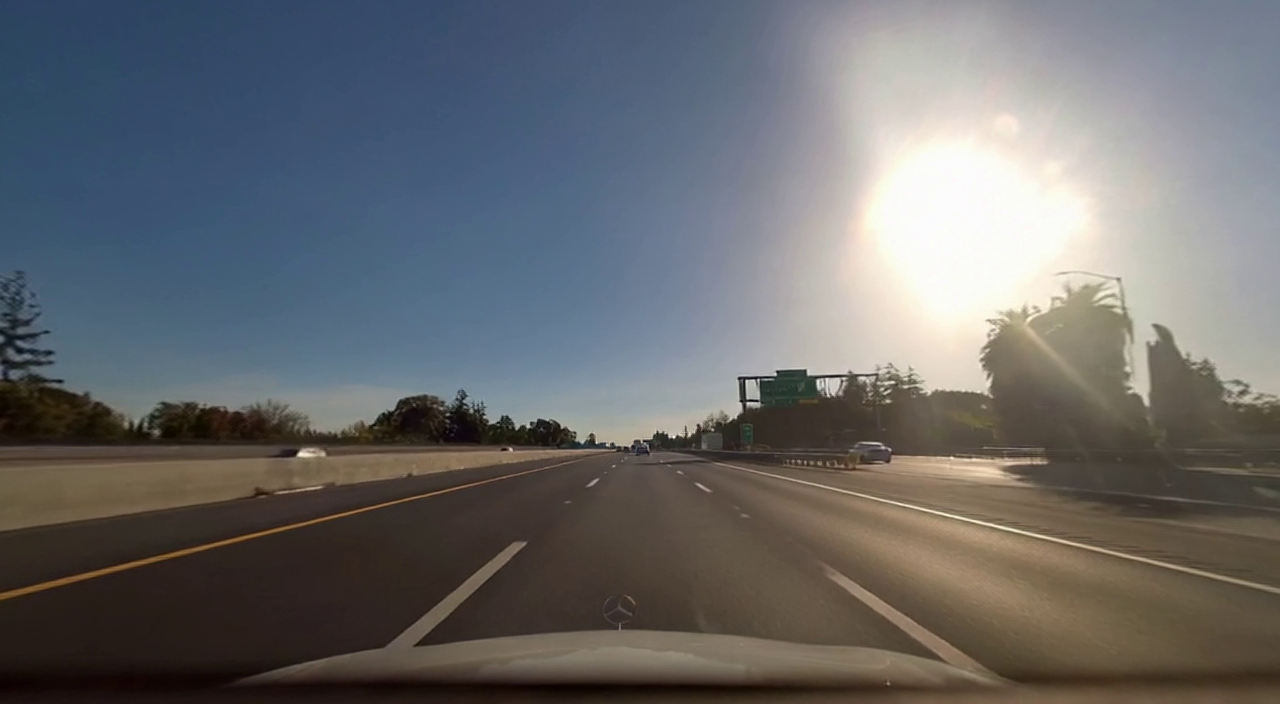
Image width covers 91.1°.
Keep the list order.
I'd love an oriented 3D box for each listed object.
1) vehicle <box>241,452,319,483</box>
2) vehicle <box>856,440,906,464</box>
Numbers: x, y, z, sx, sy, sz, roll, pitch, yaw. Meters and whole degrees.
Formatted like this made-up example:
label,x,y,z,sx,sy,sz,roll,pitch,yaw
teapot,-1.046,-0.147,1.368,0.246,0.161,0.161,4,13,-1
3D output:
label,x,y,z,sx,sy,sz,roll,pitch,yaw
vehicle,-20.255,6.492,35.573,1.855,1.552,4.257,-1,-9,0
vehicle,15.199,6.323,39.786,1.699,1.453,3.689,-1,-9,0
